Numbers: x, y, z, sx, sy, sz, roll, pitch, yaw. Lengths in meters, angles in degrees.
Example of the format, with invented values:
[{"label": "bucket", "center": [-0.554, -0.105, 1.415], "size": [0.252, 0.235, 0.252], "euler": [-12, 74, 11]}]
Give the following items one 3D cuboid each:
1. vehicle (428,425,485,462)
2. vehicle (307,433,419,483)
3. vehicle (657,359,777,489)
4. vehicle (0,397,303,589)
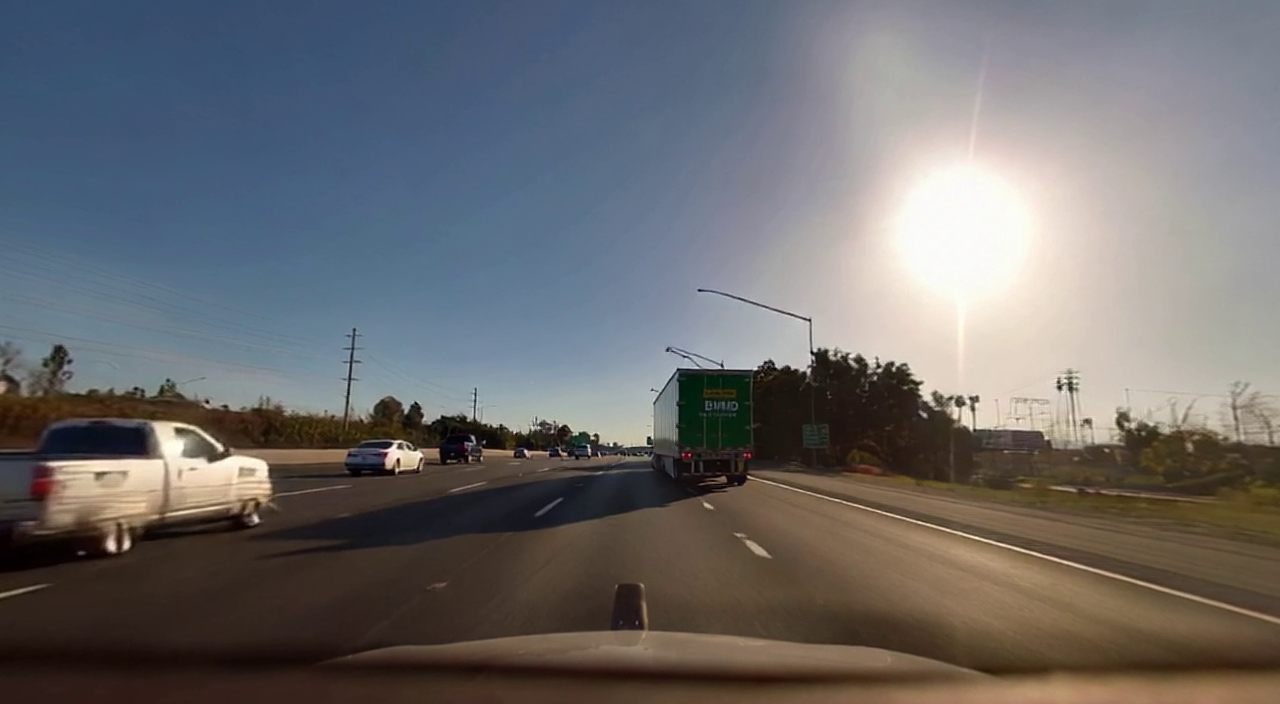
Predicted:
[{"label": "vehicle", "center": [-13.658, 6.933, 47.571], "size": [2.307, 2.571, 6.260], "euler": [0, -8, 1]}, {"label": "vehicle", "center": [-10.399, 4.021, 24.174], "size": [2.045, 1.697, 4.844], "euler": [0, -8, 1]}, {"label": "vehicle", "center": [2.529, 3.279, 26.786], "size": [2.891, 3.944, 15.051], "euler": [0, -8, -1]}, {"label": "vehicle", "center": [-6.765, 1.602, 7.926], "size": [2.067, 1.711, 5.282], "euler": [0, -8, 1]}]
